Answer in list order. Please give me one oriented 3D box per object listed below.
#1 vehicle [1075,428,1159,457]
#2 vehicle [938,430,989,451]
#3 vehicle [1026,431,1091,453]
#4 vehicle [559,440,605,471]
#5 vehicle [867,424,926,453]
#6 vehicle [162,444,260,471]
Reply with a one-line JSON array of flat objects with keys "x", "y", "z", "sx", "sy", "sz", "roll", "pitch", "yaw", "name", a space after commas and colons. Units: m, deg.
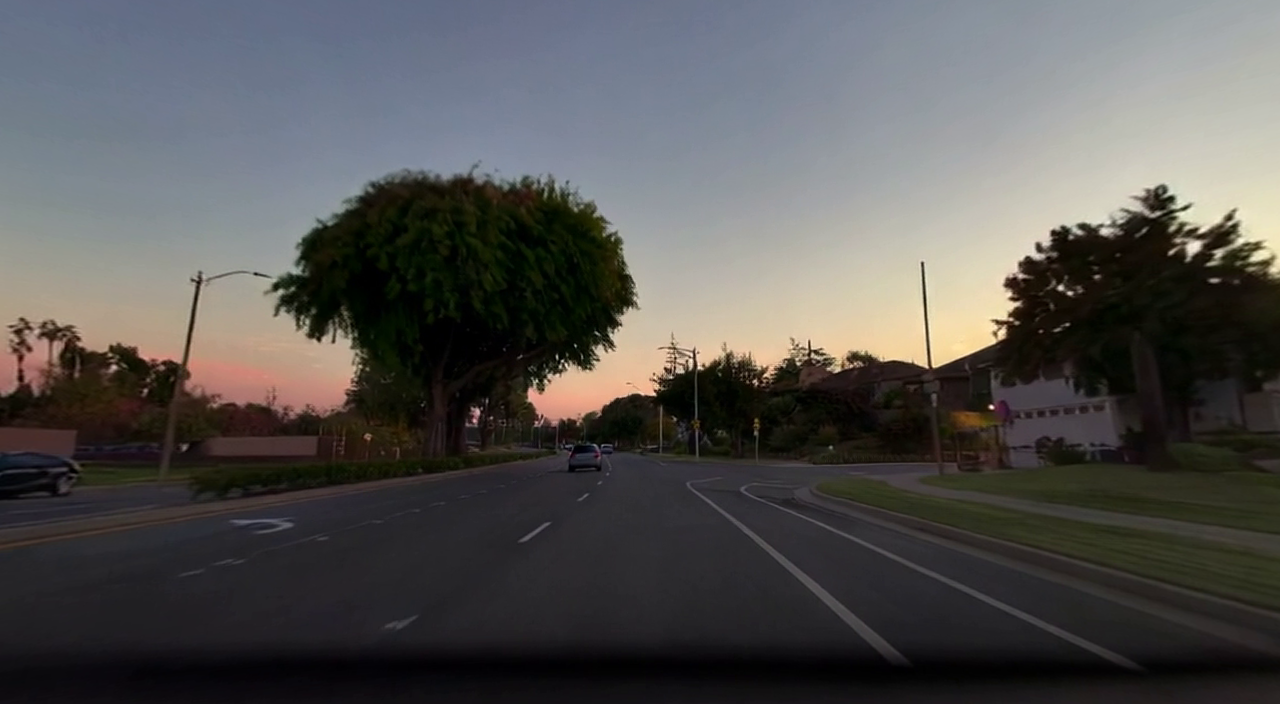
[{"x": 32.795, "y": 6.294, "z": 43.564, "sx": 2.069, "sy": 1.825, "sz": 5.056, "roll": 0, "pitch": -9, "yaw": 4, "name": "vehicle"}, {"x": 25.090, "y": 6.896, "z": 49.054, "sx": 1.988, "sy": 1.531, "sz": 4.270, "roll": -1, "pitch": -8, "yaw": 5, "name": "vehicle"}, {"x": 29.900, "y": 6.482, "z": 45.150, "sx": 1.763, "sy": 1.487, "sz": 4.181, "roll": 0, "pitch": -8, "yaw": 0, "name": "vehicle"}, {"x": -2.985, "y": 5.472, "z": 33.538, "sx": 2.075, "sy": 1.498, "sz": 4.730, "roll": 0, "pitch": -8, "yaw": -1, "name": "vehicle"}, {"x": 19.611, "y": 6.703, "z": 48.456, "sx": 2.162, "sy": 2.064, "sz": 5.616, "roll": 0, "pitch": -8, "yaw": 0, "name": "vehicle"}, {"x": -33.095, "y": 8.147, "z": 48.697, "sx": 6.114, "sy": 1.988, "sz": 2.360, "roll": -1, "pitch": -8, "yaw": 8, "name": "vehicle"}]
